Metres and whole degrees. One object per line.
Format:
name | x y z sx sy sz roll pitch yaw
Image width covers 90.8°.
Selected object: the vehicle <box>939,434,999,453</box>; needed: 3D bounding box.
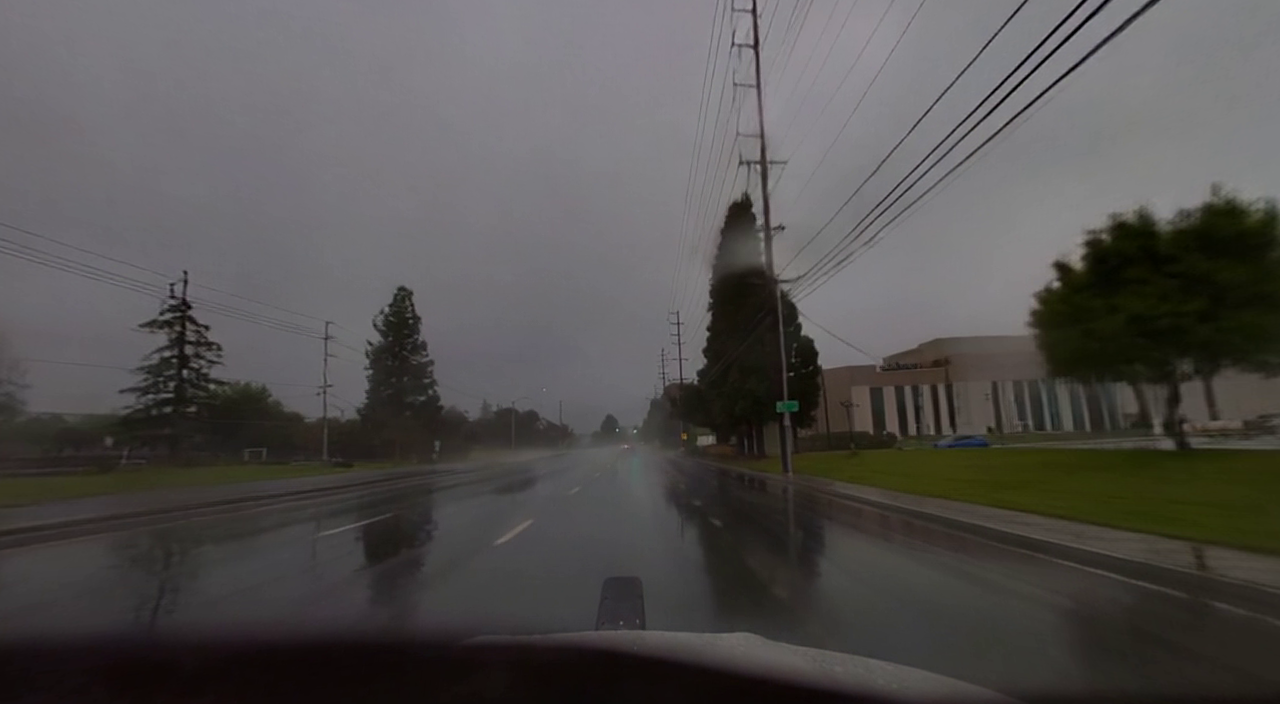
vehicle | 25.472 7.115 49.124 1.996 1.442 4.785 0 -8 -1
